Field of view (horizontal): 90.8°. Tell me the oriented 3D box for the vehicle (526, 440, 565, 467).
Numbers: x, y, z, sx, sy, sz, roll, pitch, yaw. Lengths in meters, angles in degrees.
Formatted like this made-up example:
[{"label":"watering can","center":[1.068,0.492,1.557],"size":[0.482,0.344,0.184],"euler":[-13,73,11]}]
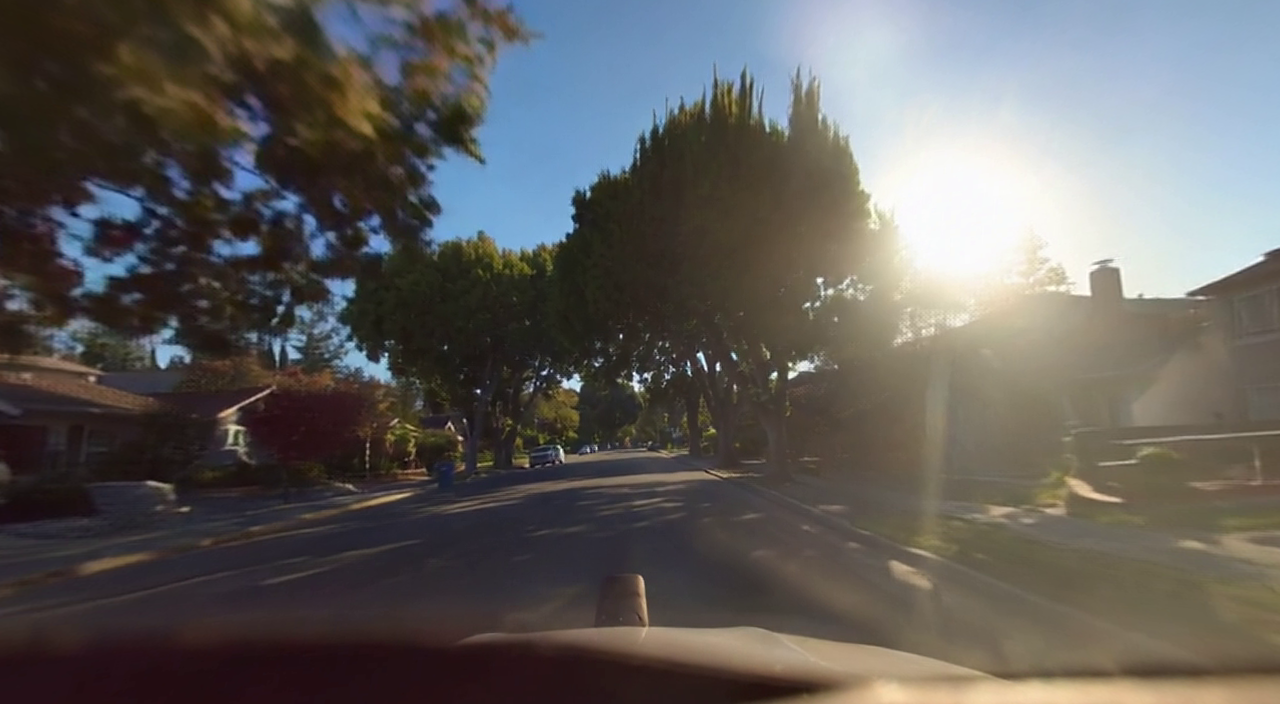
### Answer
[{"label":"vehicle","center":[-6.665,7.185,45.034],"size":[2.078,1.745,5.119],"euler":[0,-8,-1]}]
